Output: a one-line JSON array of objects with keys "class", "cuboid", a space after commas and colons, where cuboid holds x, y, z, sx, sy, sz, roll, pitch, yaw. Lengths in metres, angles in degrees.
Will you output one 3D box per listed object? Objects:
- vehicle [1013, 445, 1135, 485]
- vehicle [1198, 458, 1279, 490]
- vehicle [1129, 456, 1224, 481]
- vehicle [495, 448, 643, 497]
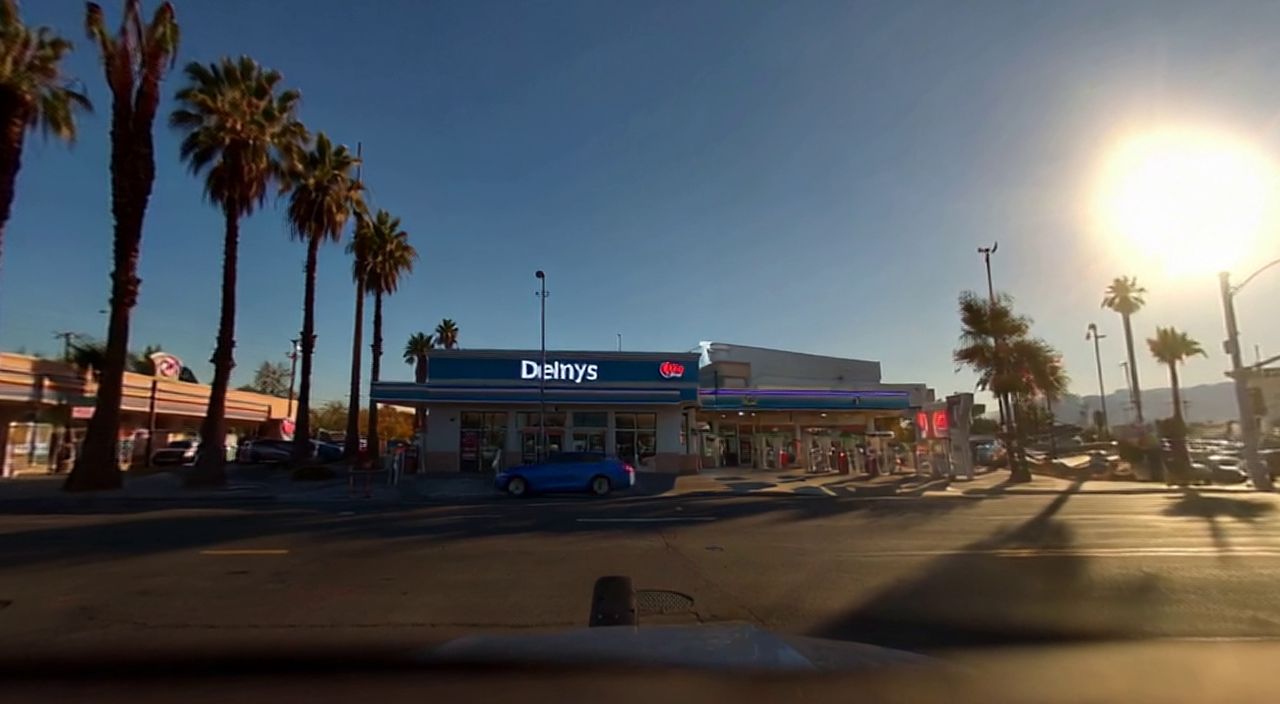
[{"class": "vehicle", "cuboid": [22.554, 5.842, 32.928, 4.880, 1.754, 2.202, 0, -5, -5]}, {"class": "vehicle", "cuboid": [32.514, 6.380, 33.229, 2.074, 1.480, 4.369, 1, -9, -5]}, {"class": "vehicle", "cuboid": [34.873, 7.546, 41.232, 1.805, 1.466, 4.641, 1, -9, -6]}, {"class": "vehicle", "cuboid": [-2.249, 3.904, 20.626, 4.570, 1.480, 1.873, 1, -9, -4]}]
